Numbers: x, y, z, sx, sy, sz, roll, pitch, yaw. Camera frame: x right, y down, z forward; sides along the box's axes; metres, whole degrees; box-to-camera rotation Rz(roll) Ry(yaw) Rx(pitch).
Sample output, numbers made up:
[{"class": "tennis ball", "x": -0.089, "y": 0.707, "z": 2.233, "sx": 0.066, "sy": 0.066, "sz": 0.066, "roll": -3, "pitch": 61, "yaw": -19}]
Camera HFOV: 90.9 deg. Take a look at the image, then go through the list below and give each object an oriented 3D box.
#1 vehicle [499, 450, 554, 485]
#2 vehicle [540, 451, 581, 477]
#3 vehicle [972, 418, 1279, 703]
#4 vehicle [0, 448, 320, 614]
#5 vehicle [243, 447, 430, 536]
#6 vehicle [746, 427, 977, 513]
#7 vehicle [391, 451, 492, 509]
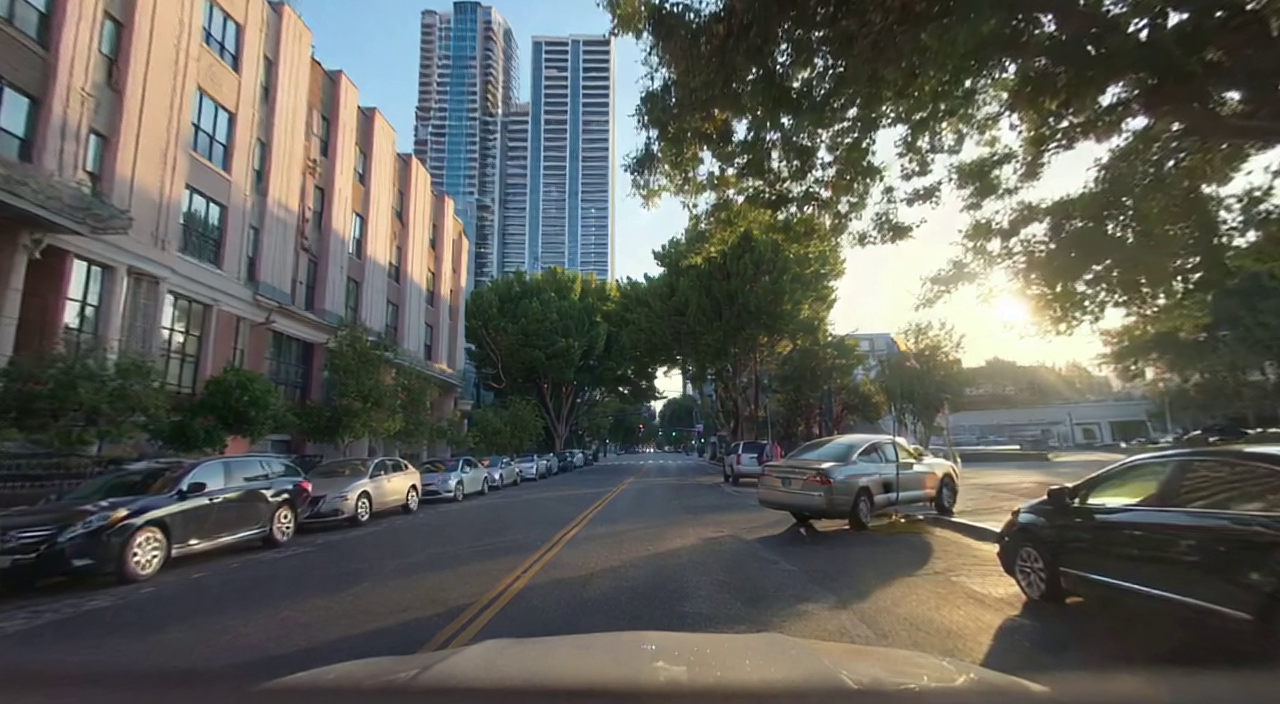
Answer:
[{"class": "vehicle", "x": -5.839, "y": 5.969, "z": 32.905, "sx": 2.110, "sy": 1.498, "sz": 4.555, "roll": -2, "pitch": -8, "yaw": -1}, {"class": "vehicle", "x": -5.391, "y": 7.643, "z": 43.318, "sx": 2.270, "sy": 1.539, "sz": 4.855, "roll": -2, "pitch": -8, "yaw": -1}, {"class": "vehicle", "x": 4.529, "y": 1.231, "z": 4.027, "sx": 2.331, "sy": 1.533, "sz": 4.831, "roll": 0, "pitch": -8, "yaw": 2}, {"class": "vehicle", "x": -7.040, "y": 2.275, "z": 9.119, "sx": 2.244, "sy": 1.616, "sz": 5.013, "roll": -2, "pitch": -8, "yaw": -1}, {"class": "vehicle", "x": -6.762, "y": 3.103, "z": 14.780, "sx": 2.123, "sy": 1.596, "sz": 4.659, "roll": -2, "pitch": -8, "yaw": -1}, {"class": "vehicle", "x": 5.246, "y": 2.843, "z": 15.607, "sx": 4.772, "sy": 1.876, "sz": 2.400, "roll": -1, "pitch": -8, "yaw": 0}, {"class": "vehicle", "x": -6.490, "y": 4.202, "z": 21.260, "sx": 1.944, "sy": 1.574, "sz": 4.717, "roll": -2, "pitch": -8, "yaw": -1}]
